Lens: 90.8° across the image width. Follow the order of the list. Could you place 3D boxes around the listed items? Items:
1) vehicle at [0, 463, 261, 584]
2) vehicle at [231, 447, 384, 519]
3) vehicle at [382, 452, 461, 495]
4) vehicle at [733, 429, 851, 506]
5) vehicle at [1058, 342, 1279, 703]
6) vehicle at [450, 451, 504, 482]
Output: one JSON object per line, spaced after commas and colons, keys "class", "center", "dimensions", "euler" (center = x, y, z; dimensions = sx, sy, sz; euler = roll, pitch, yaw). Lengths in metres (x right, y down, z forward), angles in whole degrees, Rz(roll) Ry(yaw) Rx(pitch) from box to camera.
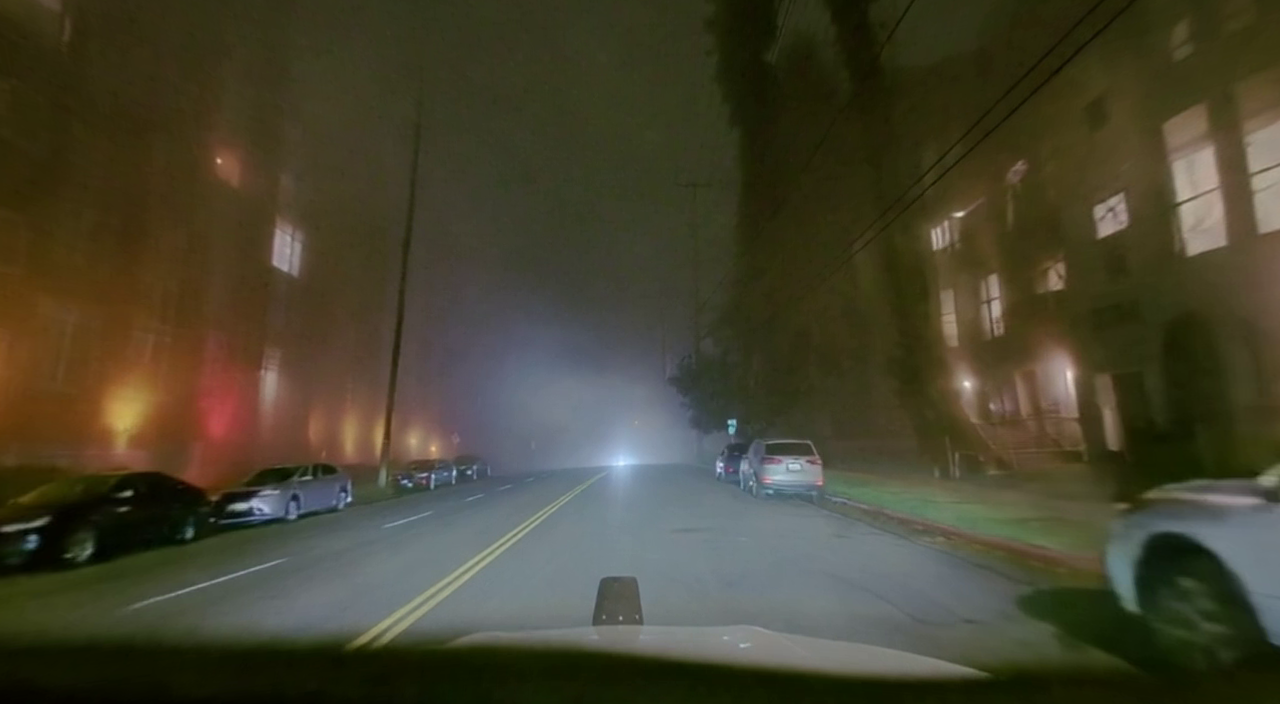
{"class": "vehicle", "center": [-9.022, 2.758, 10.989], "dimensions": [1.948, 1.508, 4.656], "euler": [0, -9, 0]}
{"class": "vehicle", "center": [-9.234, 3.720, 18.067], "dimensions": [2.051, 1.657, 4.322], "euler": [-3, -11, -1]}
{"class": "vehicle", "center": [-9.265, 5.137, 27.117], "dimensions": [1.884, 1.526, 4.061], "euler": [-5, -9, 1]}
{"class": "vehicle", "center": [3.809, 2.978, 16.743], "dimensions": [2.155, 1.747, 4.311], "euler": [-1, -9, 2]}
{"class": "vehicle", "center": [3.961, 0.723, 1.976], "dimensions": [2.040, 1.801, 4.569], "euler": [0, -9, -2]}
{"class": "vehicle", "center": [-9.210, 6.478, 36.002], "dimensions": [2.000, 1.495, 4.687], "euler": [-3, -8, -3]}
